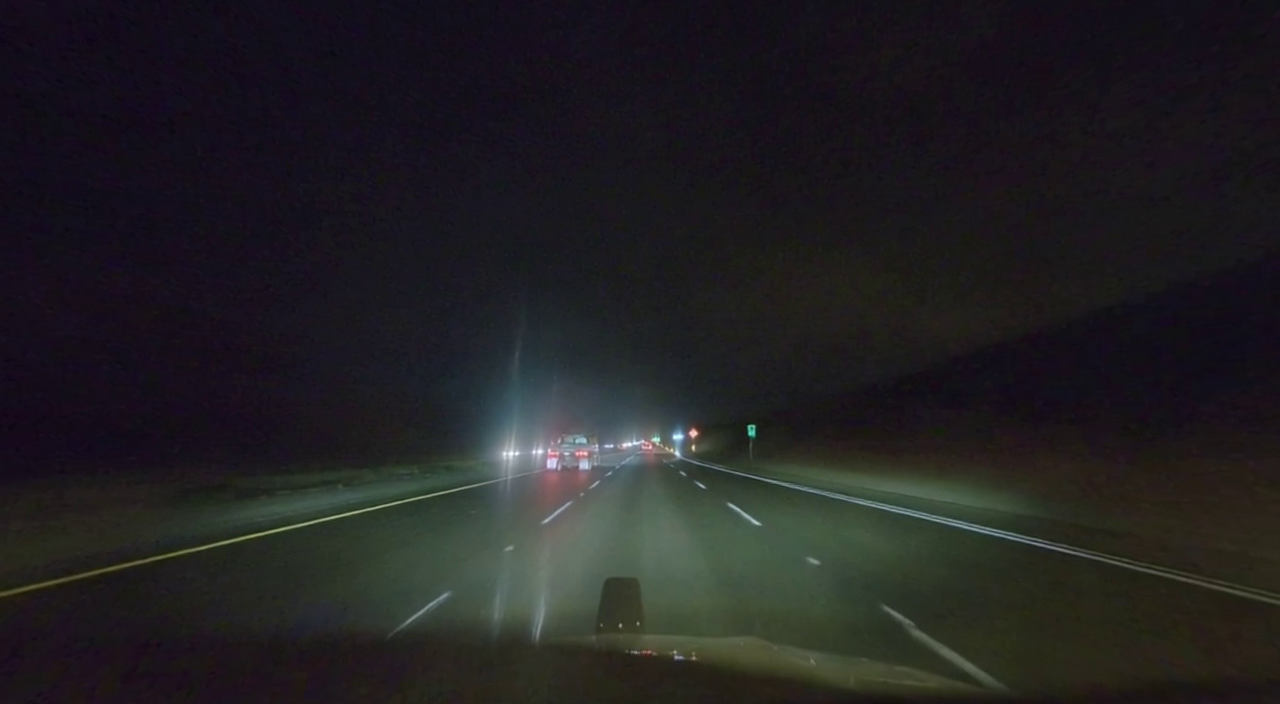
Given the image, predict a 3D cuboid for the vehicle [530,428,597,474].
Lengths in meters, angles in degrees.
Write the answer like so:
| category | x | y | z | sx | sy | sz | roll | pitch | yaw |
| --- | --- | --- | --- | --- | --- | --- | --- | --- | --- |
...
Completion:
| category | x | y | z | sx | sy | sz | roll | pitch | yaw |
| --- | --- | --- | --- | --- | --- | --- | --- | --- | --- |
| vehicle | -3.425 | 4.616 | 29.501 | 2.379 | 1.918 | 5.504 | 0 | -8 | 1 |
